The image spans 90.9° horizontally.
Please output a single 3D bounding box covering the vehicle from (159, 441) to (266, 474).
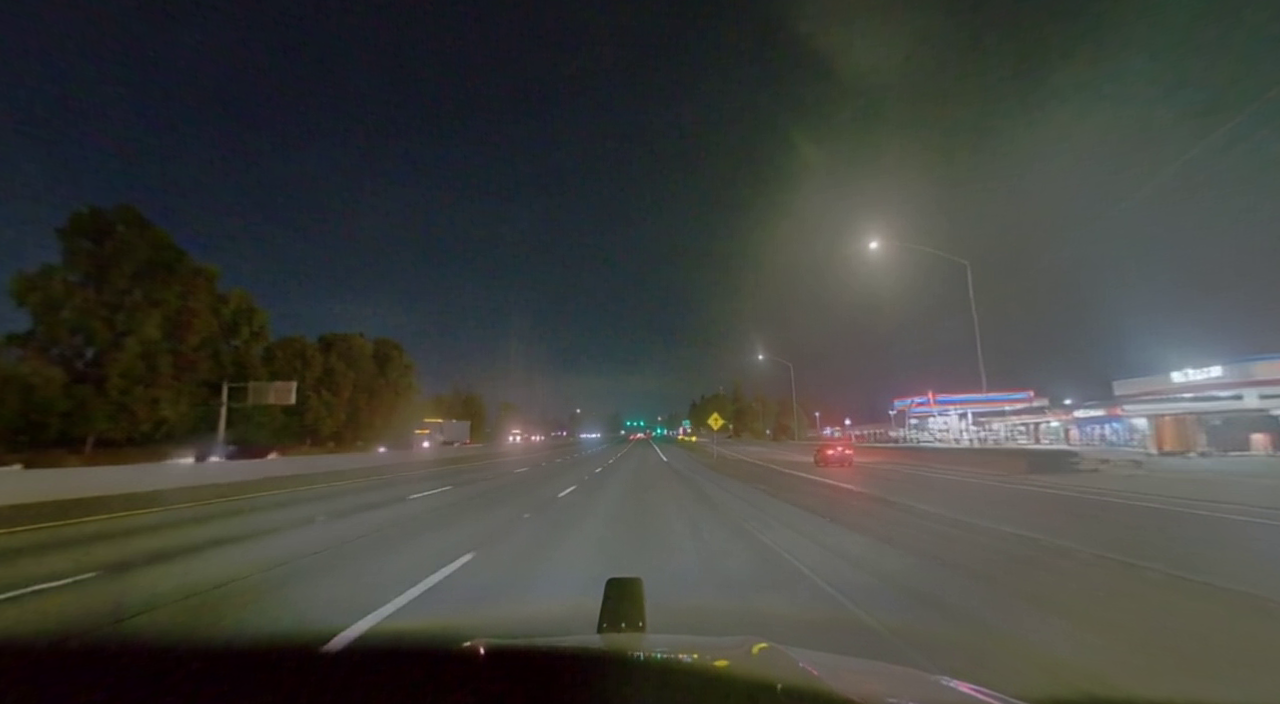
[{"bbox_3d":[-20.249,5.011,30.161,2.106,1.461,4.359,0,-8,-1],"label":"vehicle"}]
